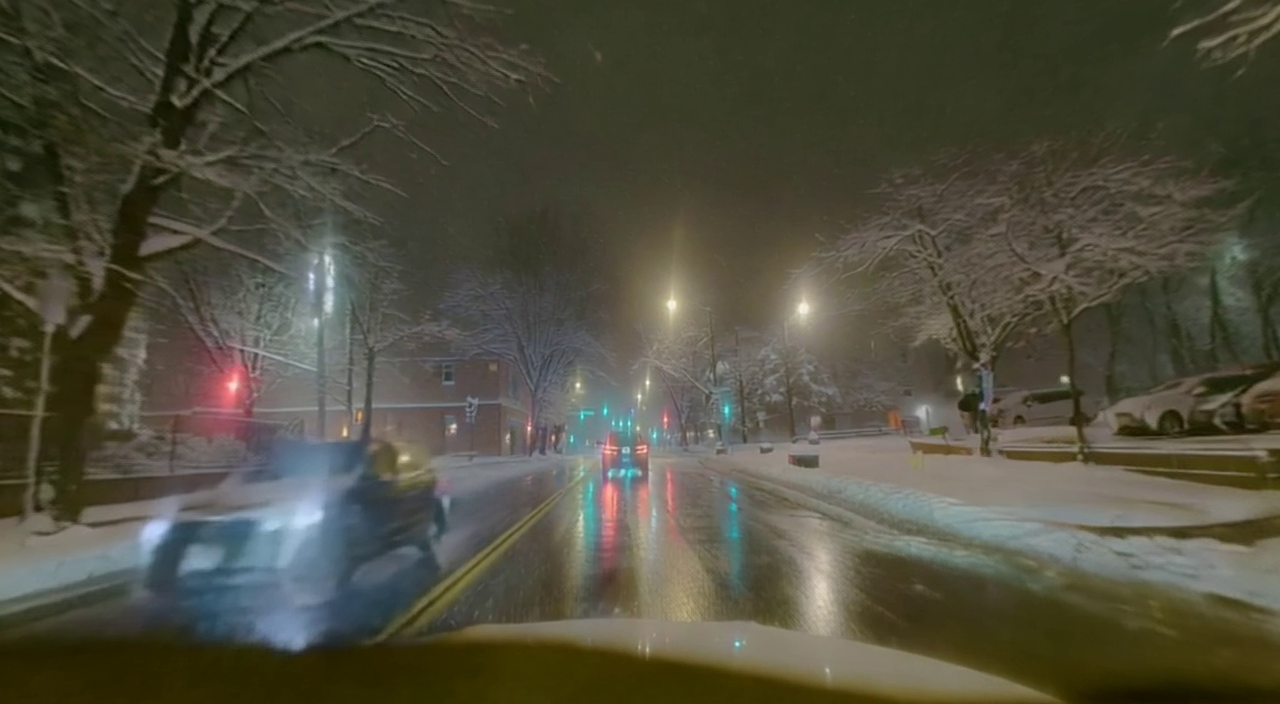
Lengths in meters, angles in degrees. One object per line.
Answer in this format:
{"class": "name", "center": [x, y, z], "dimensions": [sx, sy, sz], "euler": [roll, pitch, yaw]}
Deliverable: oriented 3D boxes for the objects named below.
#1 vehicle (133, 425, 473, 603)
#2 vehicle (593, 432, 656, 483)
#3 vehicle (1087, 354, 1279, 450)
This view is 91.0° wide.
{"class": "vehicle", "center": [-3.685, 1.806, 7.960], "dimensions": [2.057, 1.613, 4.062], "euler": [-1, -8, 0]}
{"class": "vehicle", "center": [-0.511, 3.875, 23.357], "dimensions": [2.142, 1.686, 3.816], "euler": [-1, -8, 0]}
{"class": "vehicle", "center": [11.637, 0.977, 12.033], "dimensions": [4.559, 1.619, 1.855], "euler": [-3, -9, 6]}
